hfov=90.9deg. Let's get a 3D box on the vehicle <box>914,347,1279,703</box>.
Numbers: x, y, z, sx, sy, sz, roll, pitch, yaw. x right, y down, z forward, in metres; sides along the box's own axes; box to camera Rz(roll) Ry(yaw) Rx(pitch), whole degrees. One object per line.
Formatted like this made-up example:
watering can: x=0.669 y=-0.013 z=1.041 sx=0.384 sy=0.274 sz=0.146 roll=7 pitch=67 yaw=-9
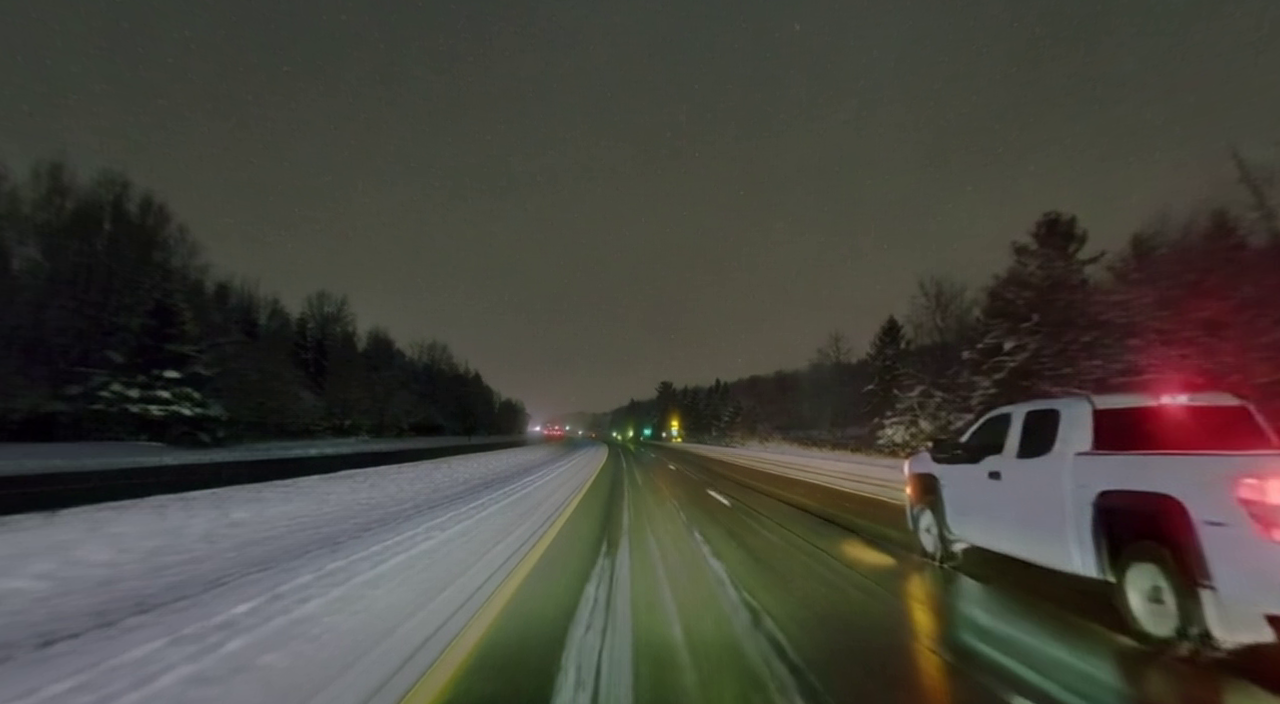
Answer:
vehicle: x=3.670 y=0.990 z=3.999 sx=1.941 sy=1.655 sz=4.137 roll=0 pitch=-8 yaw=-1
